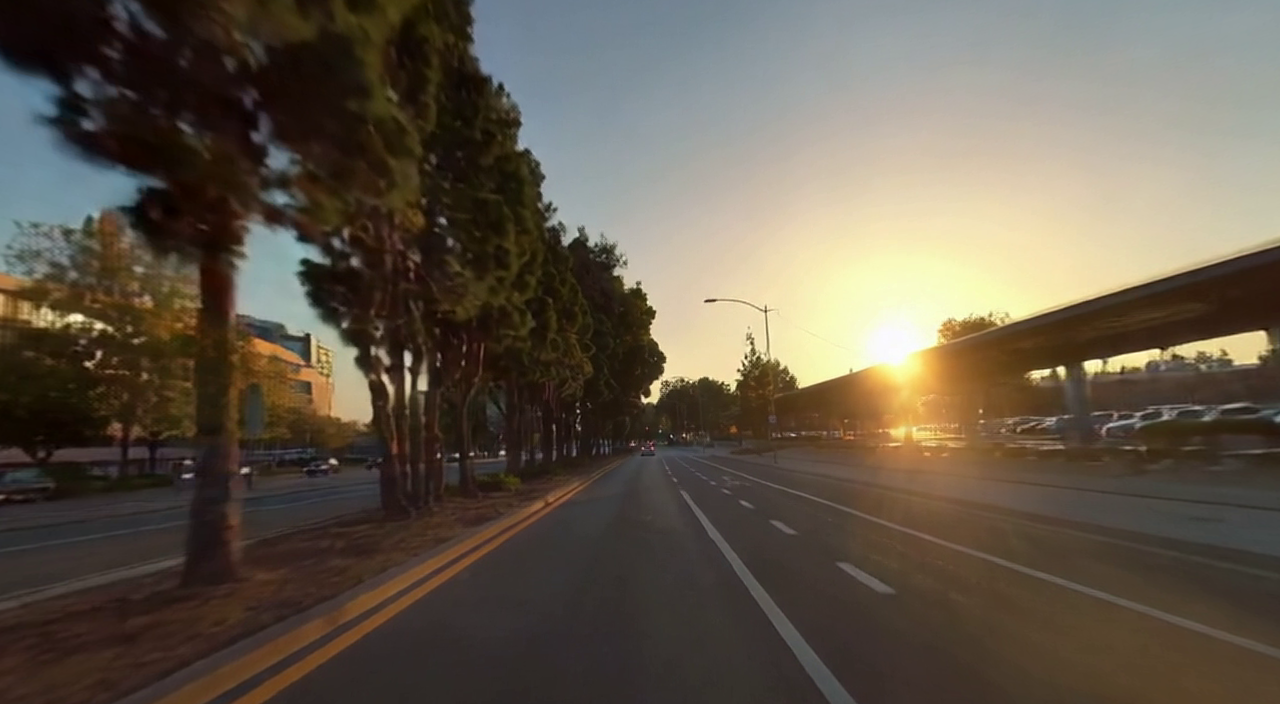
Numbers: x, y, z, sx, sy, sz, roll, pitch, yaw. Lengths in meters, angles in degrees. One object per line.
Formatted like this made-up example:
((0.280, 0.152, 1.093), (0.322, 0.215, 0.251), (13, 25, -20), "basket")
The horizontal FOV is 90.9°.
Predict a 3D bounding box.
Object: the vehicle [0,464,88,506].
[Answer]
((-29.848, 6.394, 30.490), (1.902, 1.746, 4.706), (0, -8, 1), "vehicle")

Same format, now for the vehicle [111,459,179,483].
((-37.386, 8.984, 47.740), (1.819, 1.589, 4.040), (0, -8, 1), "vehicle")
